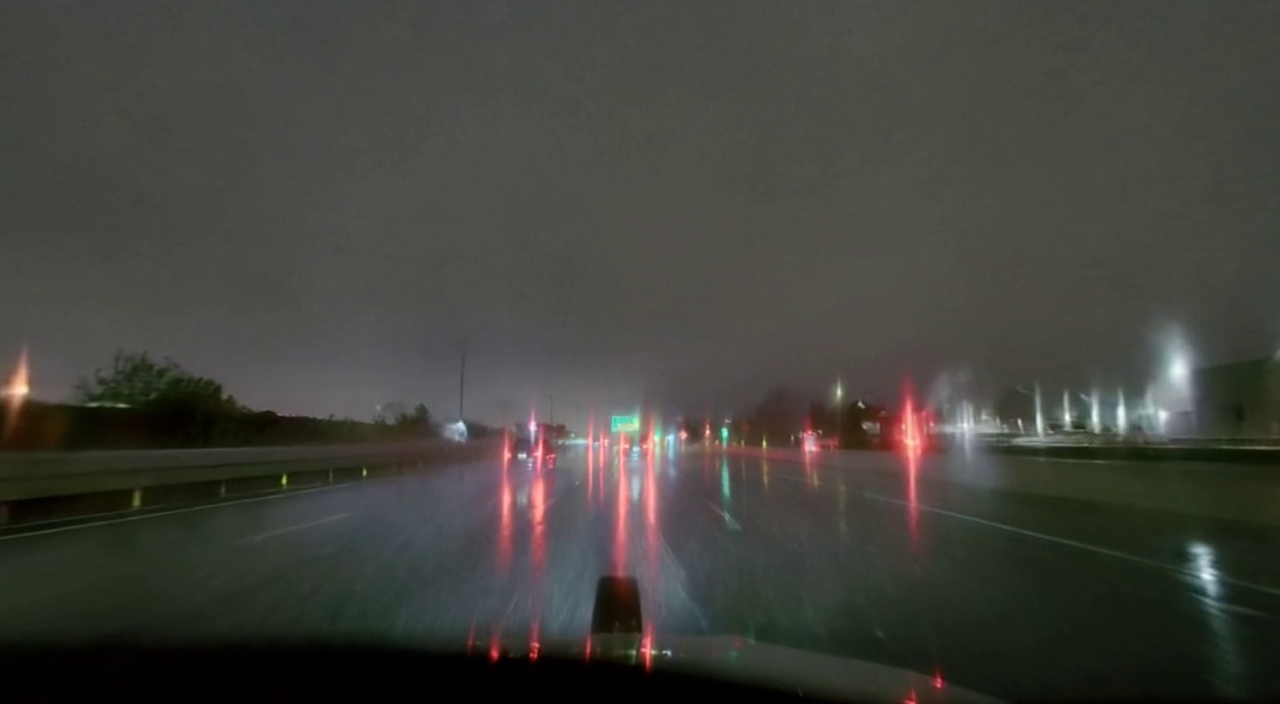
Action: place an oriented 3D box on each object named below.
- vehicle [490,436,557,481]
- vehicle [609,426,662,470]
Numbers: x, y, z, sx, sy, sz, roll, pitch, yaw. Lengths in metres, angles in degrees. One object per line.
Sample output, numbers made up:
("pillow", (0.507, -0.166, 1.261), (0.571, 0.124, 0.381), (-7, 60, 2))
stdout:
("vehicle", (-4.428, 4.089, 24.424), (1.945, 1.550, 3.780), (-1, -8, -1))
("vehicle", (-0.268, 4.684, 30.820), (2.382, 1.973, 4.439), (-1, -8, -2))
